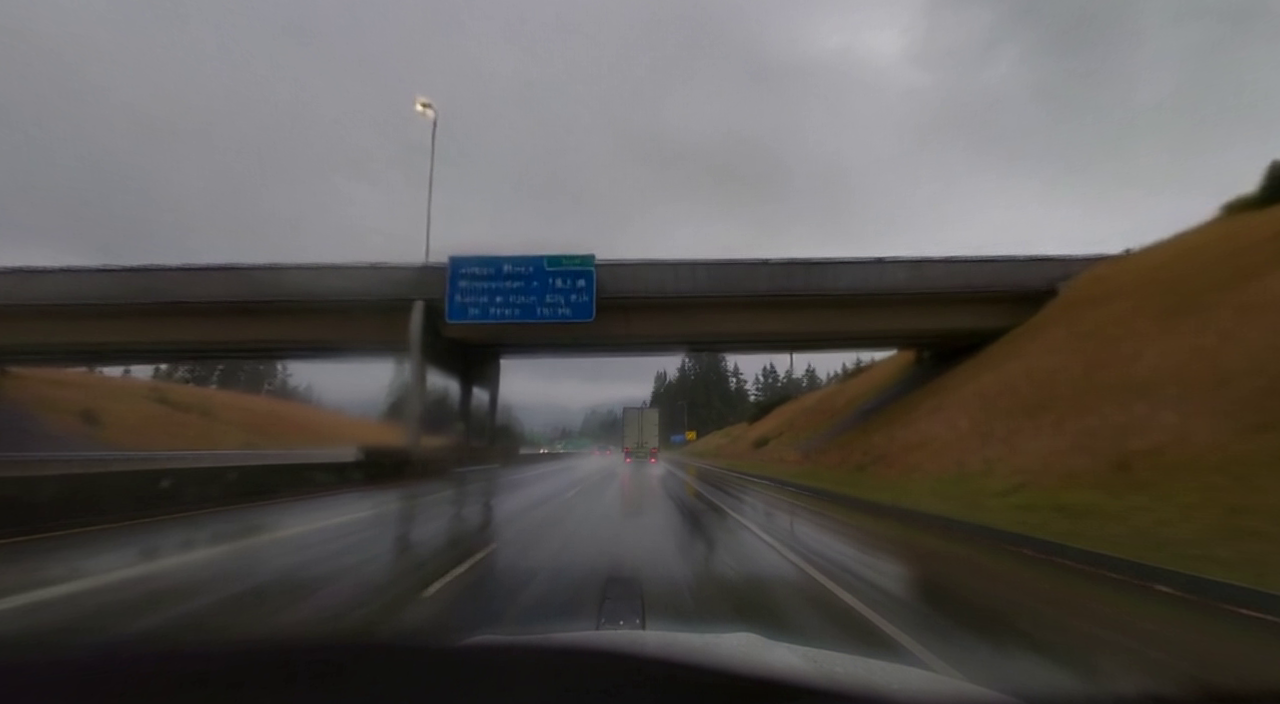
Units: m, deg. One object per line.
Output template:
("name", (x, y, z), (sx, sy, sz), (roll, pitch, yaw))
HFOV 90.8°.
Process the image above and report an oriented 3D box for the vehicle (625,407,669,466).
("vehicle", (0.427, 6.727, 49.254), (3.033, 3.985, 12.383), (0, -9, 0))
